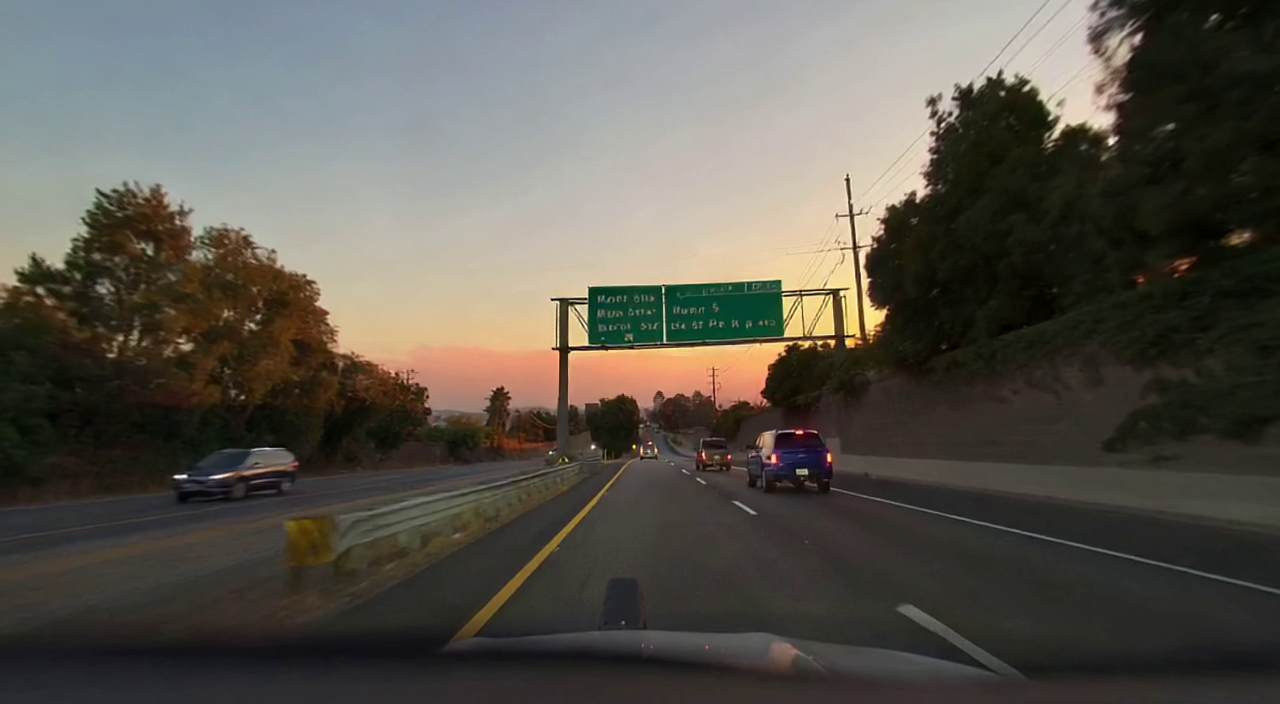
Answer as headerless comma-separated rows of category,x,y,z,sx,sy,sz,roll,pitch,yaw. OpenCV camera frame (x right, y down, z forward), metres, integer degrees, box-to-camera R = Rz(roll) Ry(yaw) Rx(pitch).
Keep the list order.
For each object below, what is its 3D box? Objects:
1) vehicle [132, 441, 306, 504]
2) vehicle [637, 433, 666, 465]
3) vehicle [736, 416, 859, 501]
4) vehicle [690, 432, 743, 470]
vehicle,-15.107,4.315,23.251,2.154,1.969,6.037,-1,-9,1
vehicle,0.815,7.320,47.703,2.099,2.260,4.899,0,-9,-1
vehicle,4.265,3.001,18.122,2.145,2.069,5.057,0,-8,-1
vehicle,4.642,6.115,39.277,2.594,2.155,5.670,0,-8,0
